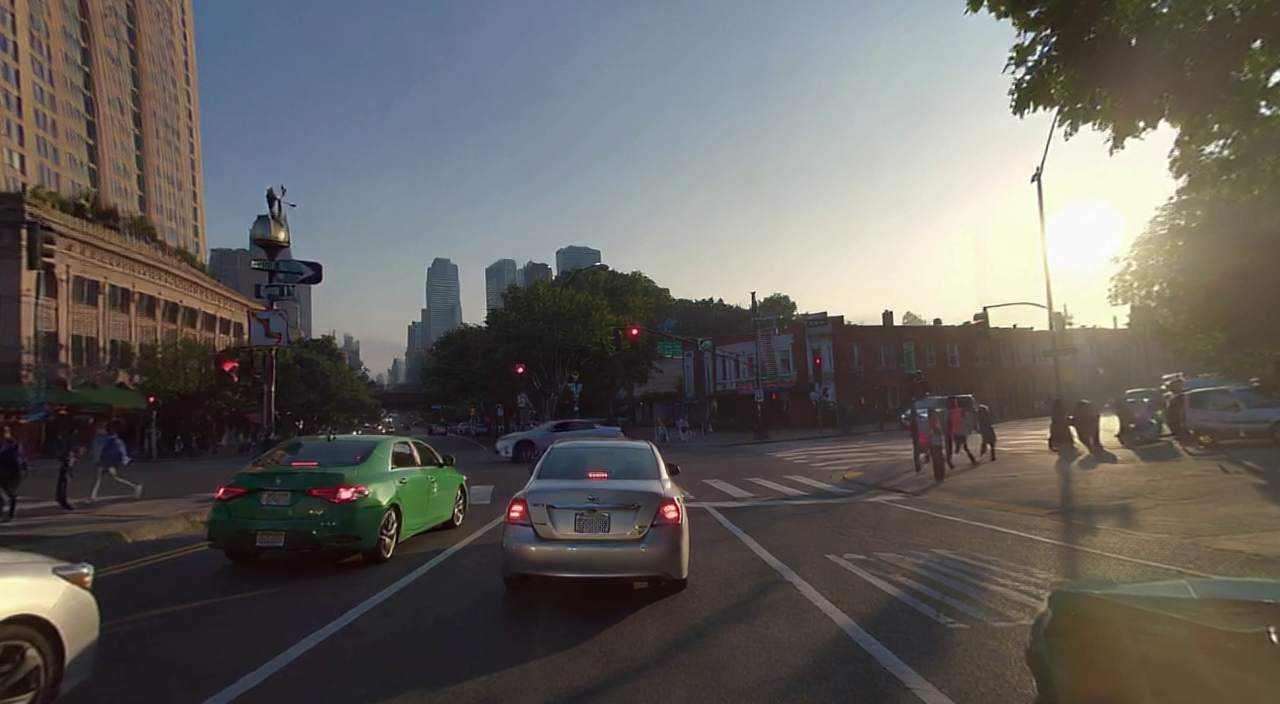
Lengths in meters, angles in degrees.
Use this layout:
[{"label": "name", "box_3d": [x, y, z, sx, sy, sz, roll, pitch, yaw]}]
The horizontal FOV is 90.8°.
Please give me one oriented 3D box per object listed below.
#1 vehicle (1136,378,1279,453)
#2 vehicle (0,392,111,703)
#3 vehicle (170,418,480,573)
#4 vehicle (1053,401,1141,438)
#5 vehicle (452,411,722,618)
[{"label": "vehicle", "box_3d": [21.628, 2.354, 22.871, 5.863, 2.493, 2.354, 2, -9, -12]}, {"label": "vehicle", "box_3d": [-3.917, 0.705, 1.179, 1.995, 1.524, 4.438, 0, -8, 0]}, {"label": "vehicle", "box_3d": [-3.682, 1.749, 8.485, 1.934, 1.522, 4.287, 0, -8, 0]}, {"label": "vehicle", "box_3d": [22.472, 3.369, 31.002, 4.392, 1.667, 1.958, 5, -10, -34]}, {"label": "vehicle", "box_3d": [-0.410, 1.501, 6.731, 1.999, 1.520, 3.896, 0, -8, 0]}]
